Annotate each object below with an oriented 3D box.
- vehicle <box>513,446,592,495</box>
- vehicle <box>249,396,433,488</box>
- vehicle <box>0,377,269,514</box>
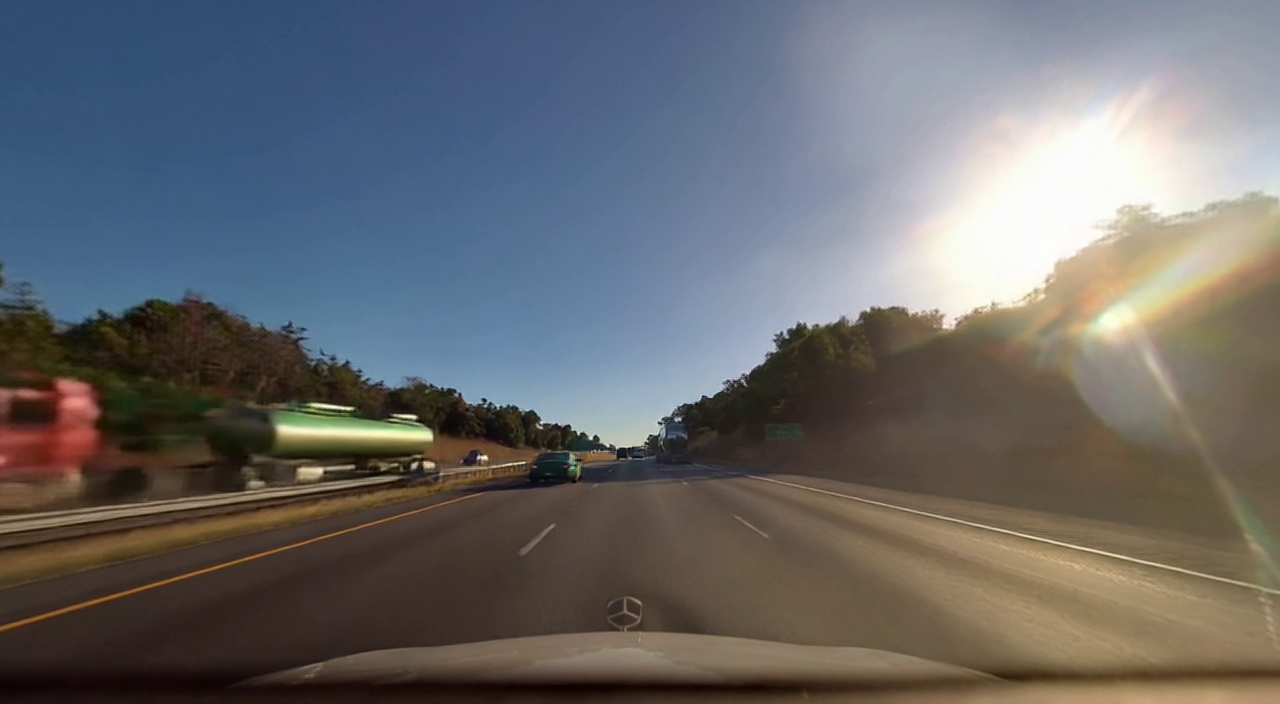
[{"bbox_3d":[-2.850,3.969,21.503,2.013,1.498,3.908,-1,-9,2],"label":"vehicle"},{"bbox_3d":[-15.113,4.931,34.193,2.910,3.869,14.755,0,-9,-1],"label":"vehicle"},{"bbox_3d":[-19.678,3.634,24.232,2.862,3.843,13.487,0,-9,-1],"label":"vehicle"}]
